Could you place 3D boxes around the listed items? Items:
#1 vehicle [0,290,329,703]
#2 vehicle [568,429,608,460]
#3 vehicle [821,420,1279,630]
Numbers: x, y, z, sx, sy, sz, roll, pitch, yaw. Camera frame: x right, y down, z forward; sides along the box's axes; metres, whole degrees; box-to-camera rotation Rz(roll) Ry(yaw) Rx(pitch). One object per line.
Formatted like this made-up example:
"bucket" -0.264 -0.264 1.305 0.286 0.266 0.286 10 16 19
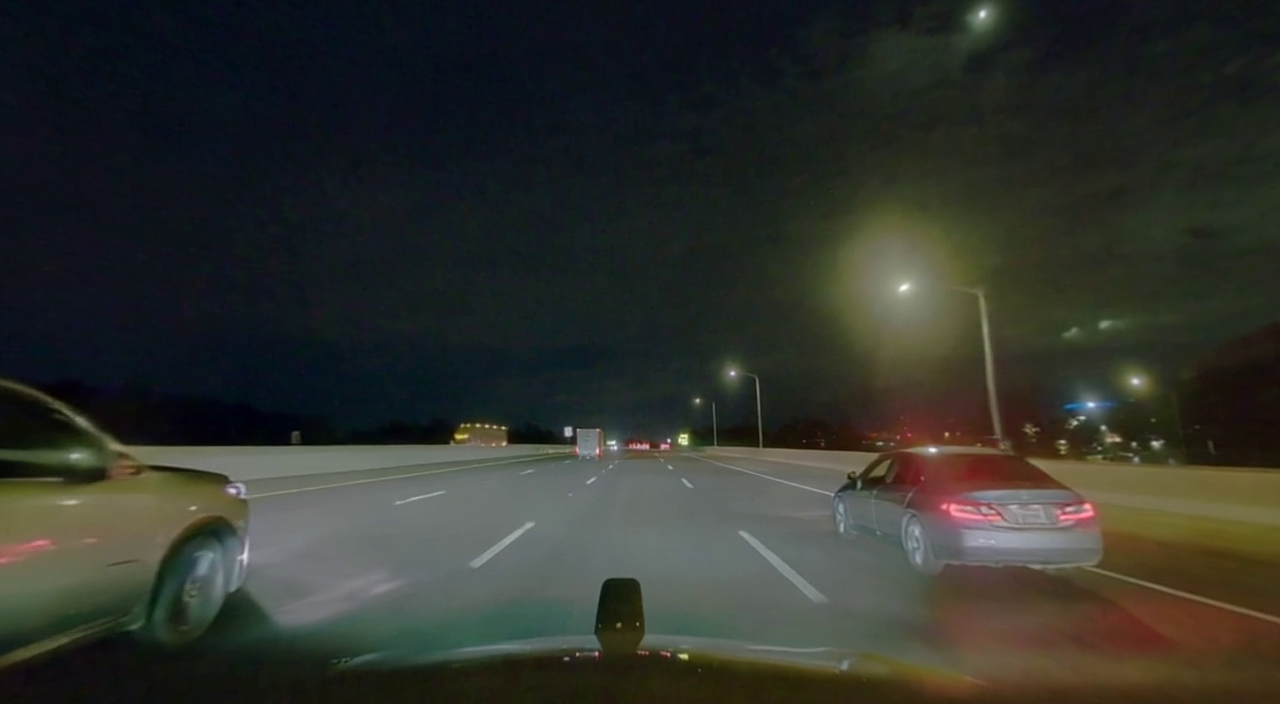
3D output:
"vehicle" -3.641 0.633 2.082 2.285 1.853 5.564 0 -9 1
"vehicle" -3.920 7.168 48.643 2.496 2.203 6.317 0 -9 1
"vehicle" 3.822 1.658 7.175 2.047 1.532 4.884 0 -9 0
